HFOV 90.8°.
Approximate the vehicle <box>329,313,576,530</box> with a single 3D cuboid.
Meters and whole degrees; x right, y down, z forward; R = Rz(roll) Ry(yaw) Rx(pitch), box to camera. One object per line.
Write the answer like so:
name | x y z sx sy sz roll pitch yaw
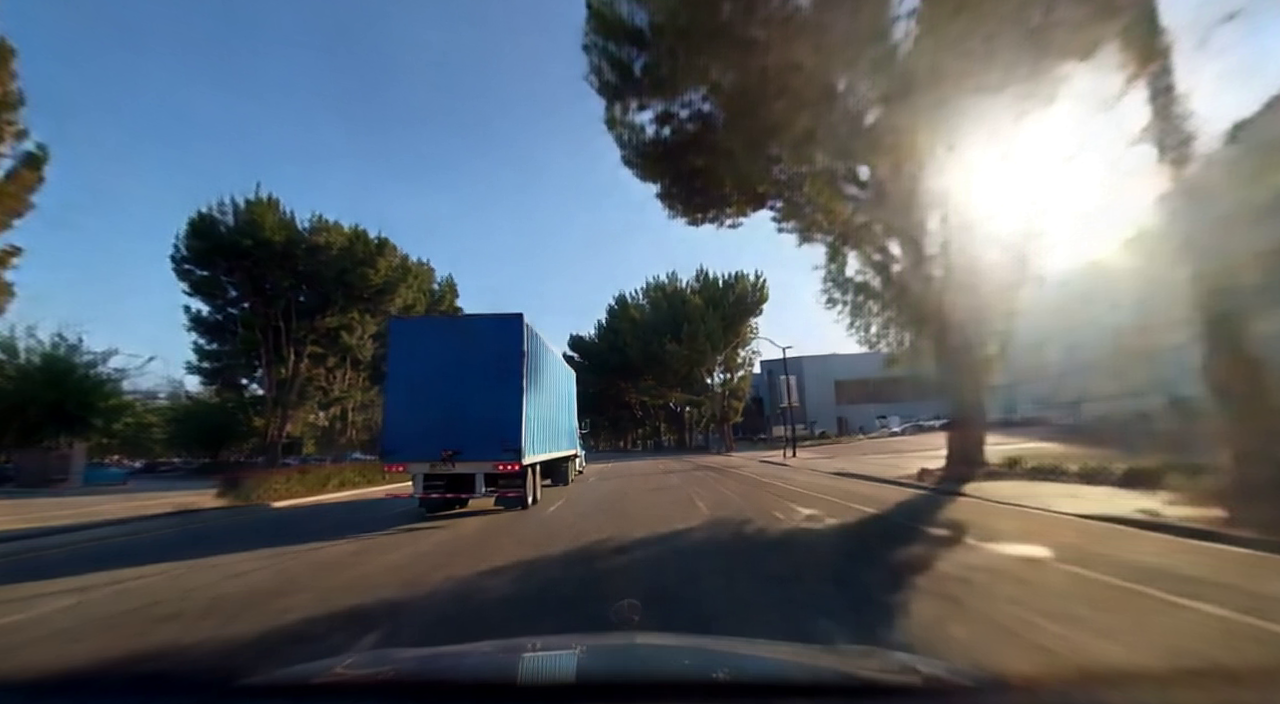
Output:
vehicle | -3.344 1.666 14.155 2.910 3.419 8.376 0 -8 0
